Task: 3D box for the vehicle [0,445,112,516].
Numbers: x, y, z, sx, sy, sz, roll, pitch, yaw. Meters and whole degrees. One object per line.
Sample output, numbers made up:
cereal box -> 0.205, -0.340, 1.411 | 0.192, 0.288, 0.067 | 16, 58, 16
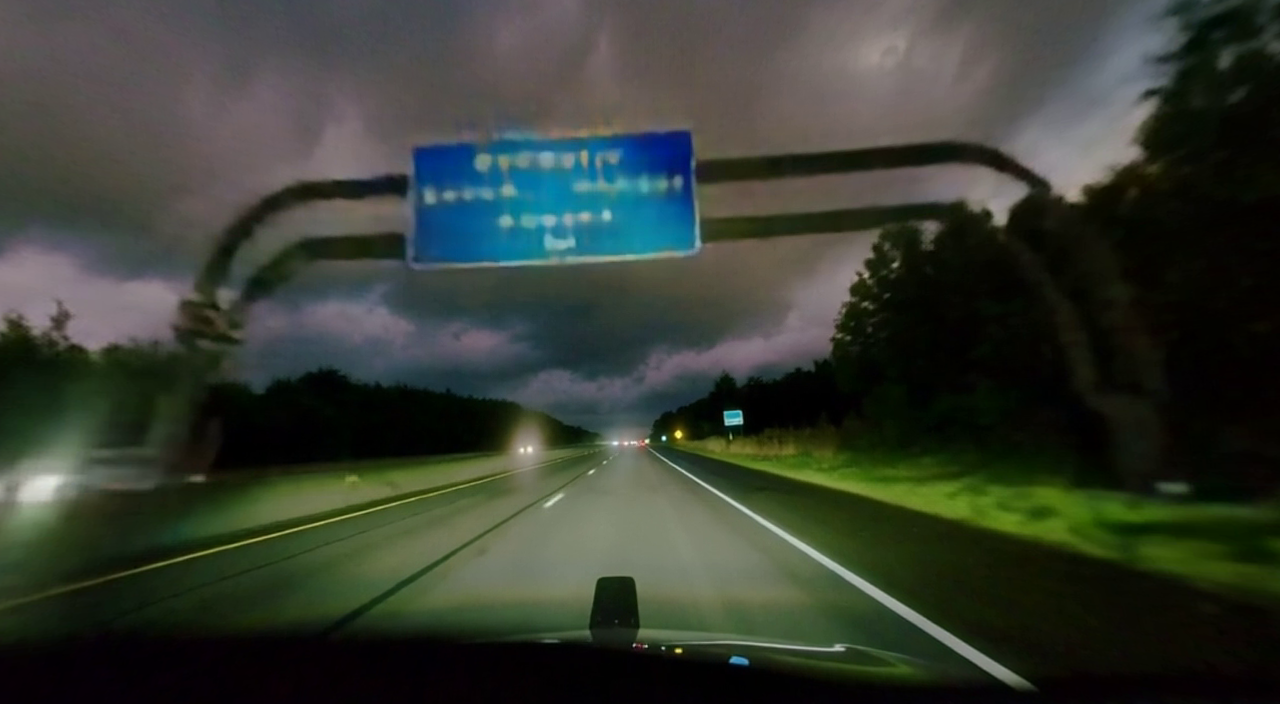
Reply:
vehicle -> -16.304, 3.247, 16.167 | 1.892, 1.661, 4.143 | 0, -8, -1
